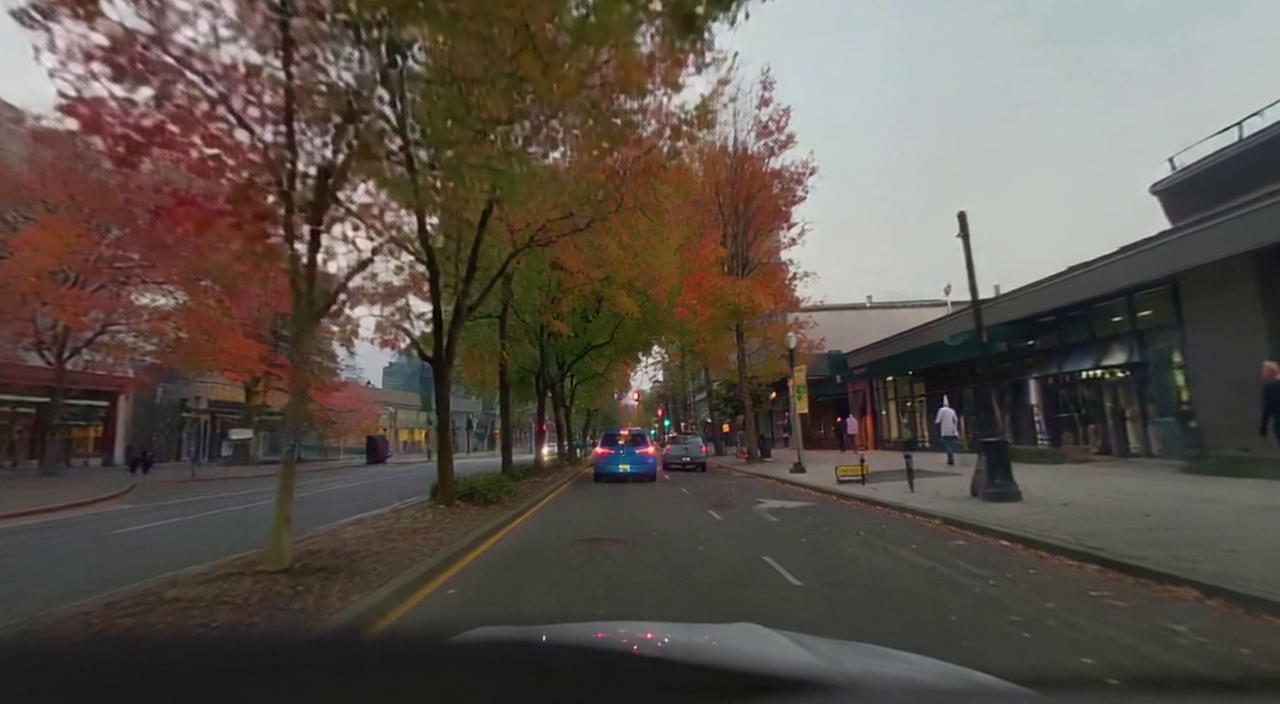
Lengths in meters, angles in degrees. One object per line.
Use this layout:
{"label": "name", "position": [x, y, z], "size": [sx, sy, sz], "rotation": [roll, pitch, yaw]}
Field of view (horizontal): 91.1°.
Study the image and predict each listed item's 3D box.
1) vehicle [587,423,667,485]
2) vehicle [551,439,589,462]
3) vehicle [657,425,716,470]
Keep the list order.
{"label": "vehicle", "position": [-0.427, 3.170, 19.871], "size": [2.274, 1.736, 4.083], "rotation": [0, -8, -2]}
{"label": "vehicle", "position": [-4.590, 6.533, 41.922], "size": [2.096, 1.415, 4.515], "rotation": [0, -8, -1]}
{"label": "vehicle", "position": [2.137, 4.549, 30.239], "size": [2.147, 1.968, 4.478], "rotation": [1, -8, -5]}
